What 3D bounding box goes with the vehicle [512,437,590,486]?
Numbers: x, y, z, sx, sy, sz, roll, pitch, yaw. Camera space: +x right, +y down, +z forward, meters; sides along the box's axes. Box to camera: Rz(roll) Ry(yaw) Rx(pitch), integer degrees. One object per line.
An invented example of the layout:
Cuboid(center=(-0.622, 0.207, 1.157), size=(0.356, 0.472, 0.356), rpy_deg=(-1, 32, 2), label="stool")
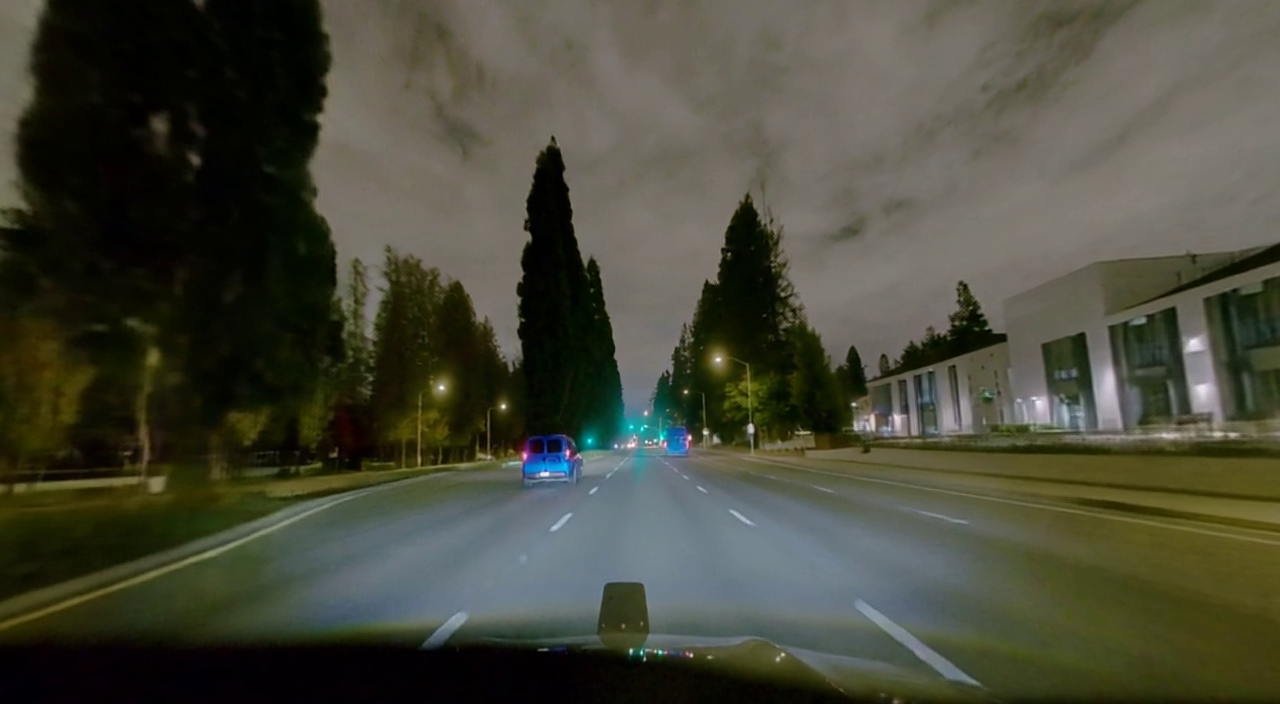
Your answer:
Cuboid(center=(-3.131, 3.970, 23.204), size=(2.129, 1.602, 4.532), rpy_deg=(0, -8, 1), label="vehicle")
